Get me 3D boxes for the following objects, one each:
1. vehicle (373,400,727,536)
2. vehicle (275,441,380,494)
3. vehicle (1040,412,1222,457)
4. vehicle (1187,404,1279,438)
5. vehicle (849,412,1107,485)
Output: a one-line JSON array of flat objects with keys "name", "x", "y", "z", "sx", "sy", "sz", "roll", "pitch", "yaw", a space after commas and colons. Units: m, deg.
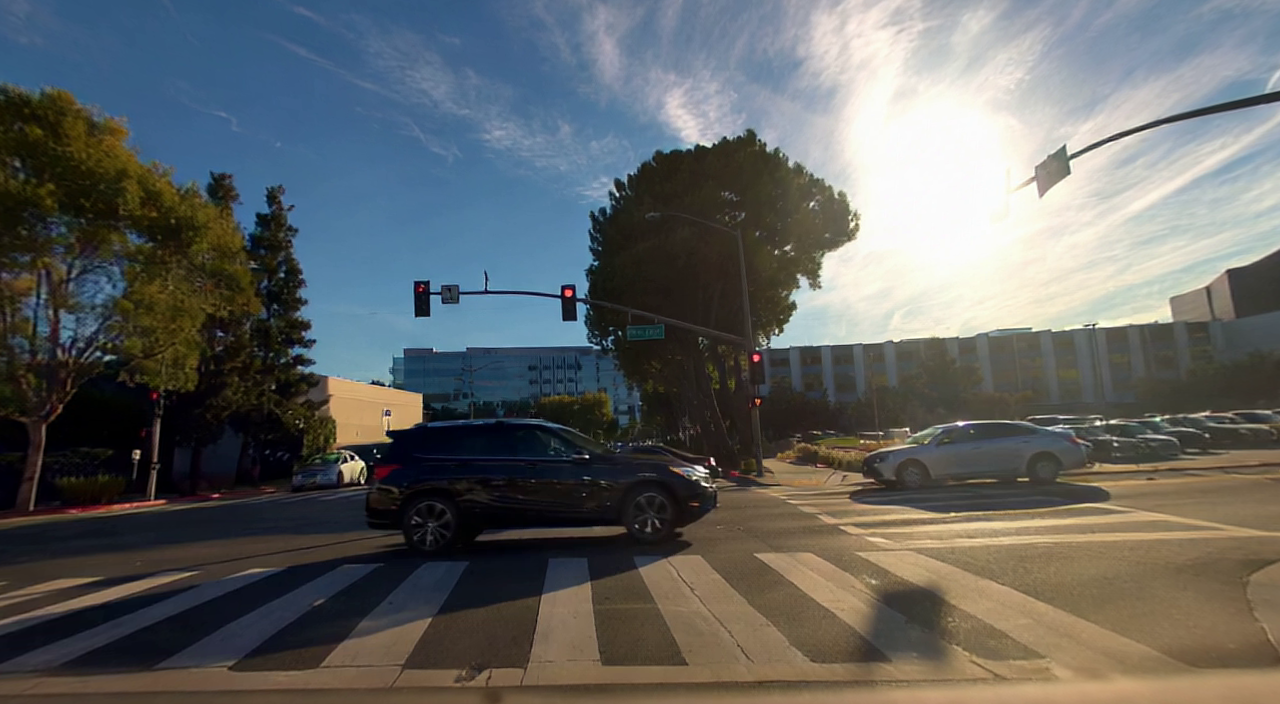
[{"name": "vehicle", "x": -1.251, "y": 1.834, "z": 10.072, "sx": 5.122, "sy": 1.781, "sz": 2.098, "roll": -3, "pitch": -9, "yaw": 6}, {"name": "vehicle", "x": -13.723, "y": 5.060, "z": 28.154, "sx": 2.251, "sy": 1.957, "sz": 4.968, "roll": -4, "pitch": -9, "yaw": -1}, {"name": "vehicle", "x": 16.961, "y": 2.907, "z": 22.107, "sx": 4.560, "sy": 1.453, "sz": 1.851, "roll": -3, "pitch": -9, "yaw": 18}, {"name": "vehicle", "x": 34.921, "y": 4.018, "z": 36.630, "sx": 4.326, "sy": 1.511, "sz": 1.725, "roll": -8, "pitch": -9, "yaw": 17}, {"name": "vehicle", "x": 6.947, "y": 2.104, "z": 13.500, "sx": 4.385, "sy": 1.419, "sz": 1.855, "roll": -1, "pitch": -12, "yaw": 8}]
